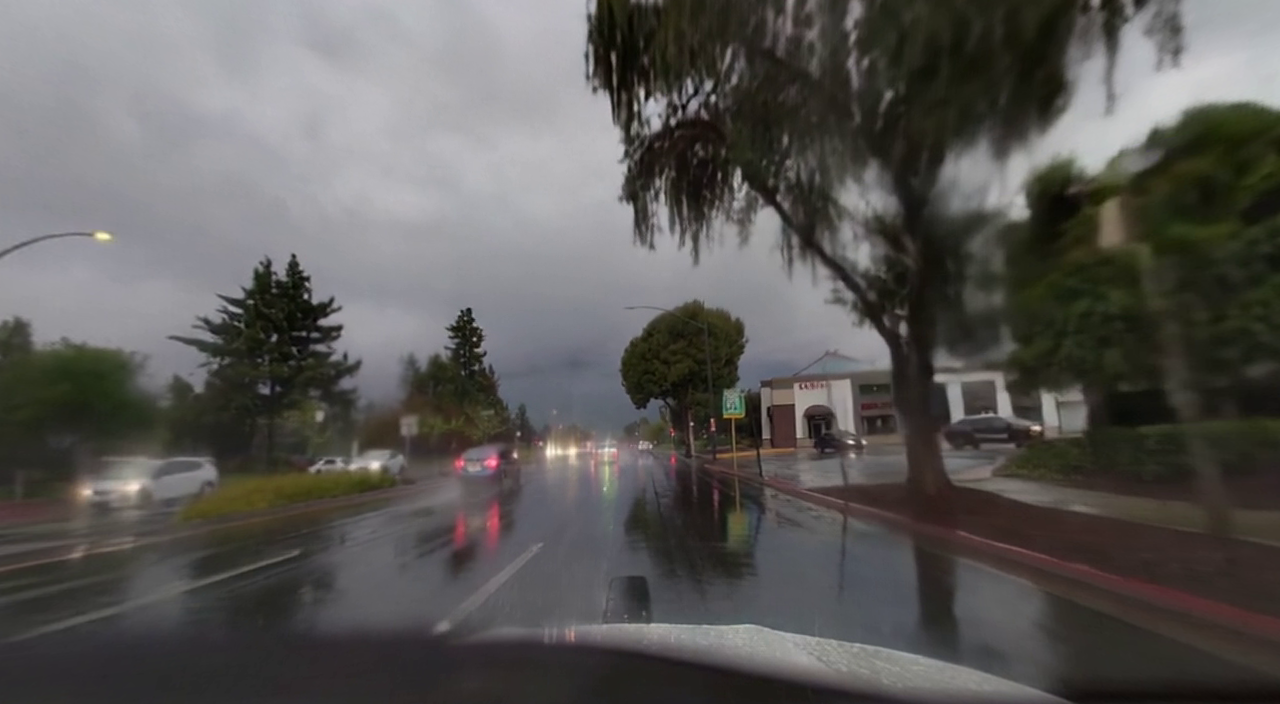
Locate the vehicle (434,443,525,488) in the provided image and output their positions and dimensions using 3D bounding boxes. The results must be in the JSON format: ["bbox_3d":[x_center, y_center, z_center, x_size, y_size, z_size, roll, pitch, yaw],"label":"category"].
[{"bbox_3d":[-5.687,4.056,22.889,2.072,1.427,4.328,-1,-8,1],"label":"vehicle"}]

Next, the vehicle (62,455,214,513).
[{"bbox_3d":[-17.515,4.569,22.317,1.800,1.736,4.287,-1,-8,1],"label":"vehicle"}]

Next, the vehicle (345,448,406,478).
[{"bbox_3d":[-17.388,7.296,41.666,2.027,1.773,4.501,0,-8,0],"label":"vehicle"}]
